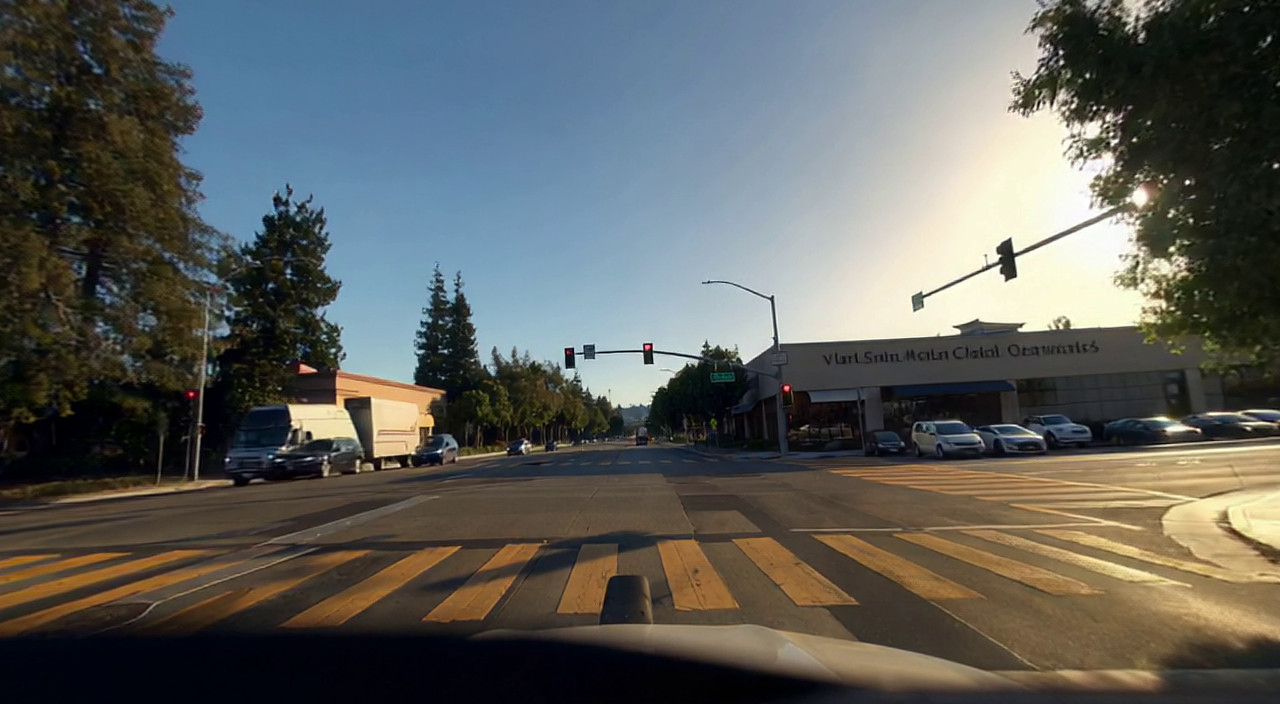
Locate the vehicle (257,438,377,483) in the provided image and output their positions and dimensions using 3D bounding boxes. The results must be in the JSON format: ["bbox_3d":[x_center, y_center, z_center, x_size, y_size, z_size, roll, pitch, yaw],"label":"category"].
[{"bbox_3d":[-12.028,4.061,23.920,1.996,1.482,4.772,0,-8,0],"label":"vehicle"}]

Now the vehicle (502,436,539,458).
[{"bbox_3d":[-9.260,7.413,49.149,2.026,1.616,4.199,0,-8,1],"label":"vehicle"}]

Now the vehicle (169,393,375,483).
[{"bbox_3d":[-16.567,4.151,29.933,3.161,3.455,11.058,0,-8,0],"label":"vehicle"}]

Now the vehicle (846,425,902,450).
[{"bbox_3d":[17.185,6.306,46.376,3.329,1.415,1.821,-6,-9,2],"label":"vehicle"}]

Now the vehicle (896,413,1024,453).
[{"bbox_3d":[14.081,3.597,27.945,4.566,1.670,2.000,0,-8,-2],"label":"vehicle"}]

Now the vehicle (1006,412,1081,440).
[{"bbox_3d":[26.313,4.882,41.282,2.011,1.656,4.163,0,-8,-3],"label":"vehicle"}]

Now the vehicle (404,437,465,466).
[{"bbox_3d":[-12.325,5.993,38.167,2.181,1.653,4.468,0,-8,0],"label":"vehicle"}]

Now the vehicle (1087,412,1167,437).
[{"bbox_3d":[31.386,4.729,40.773,1.823,1.480,4.003,0,-8,-4],"label":"vehicle"}]

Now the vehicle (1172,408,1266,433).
[{"bbox_3d":[38.420,4.616,41.970,1.715,1.480,4.701,0,-8,-1],"label":"vehicle"}]
